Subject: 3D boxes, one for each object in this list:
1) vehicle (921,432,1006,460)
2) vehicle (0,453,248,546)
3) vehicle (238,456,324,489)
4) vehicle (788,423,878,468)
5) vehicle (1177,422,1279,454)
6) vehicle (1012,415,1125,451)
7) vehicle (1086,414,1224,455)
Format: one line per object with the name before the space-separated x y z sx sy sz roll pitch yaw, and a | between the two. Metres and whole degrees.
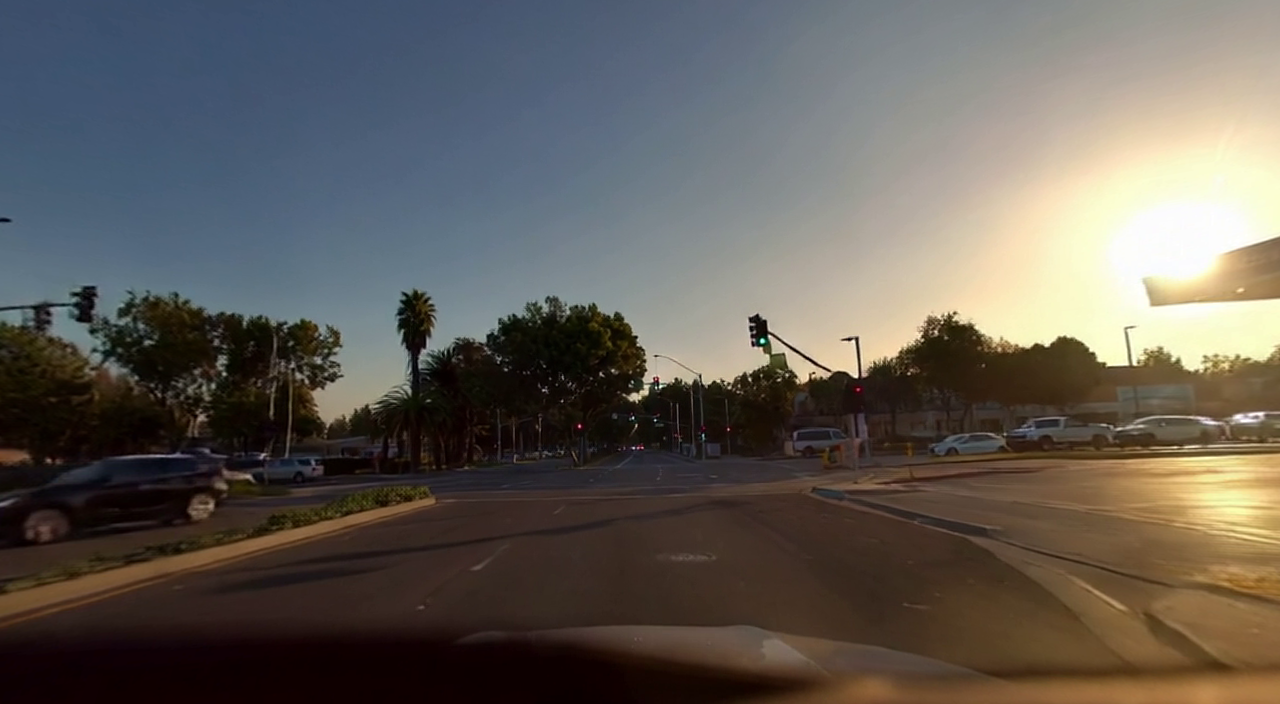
vehicle | 21.628 6.302 42.322 4.578 1.756 2.042 1 -9 -5
vehicle | -11.022 2.888 13.183 1.920 1.496 4.763 -2 -9 14
vehicle | -25.865 8.657 45.640 5.056 1.839 1.957 -4 -6 -2
vehicle | 13.299 6.647 44.693 2.944 2.783 10.332 0 -9 -1
vehicle | 30.372 4.388 32.129 4.286 1.519 2.070 -1 -9 -4
vehicle | 28.928 5.519 42.806 5.625 2.303 2.592 0 -9 2
vehicle | 30.197 4.890 37.195 6.052 2.171 2.511 -1 -9 -5
